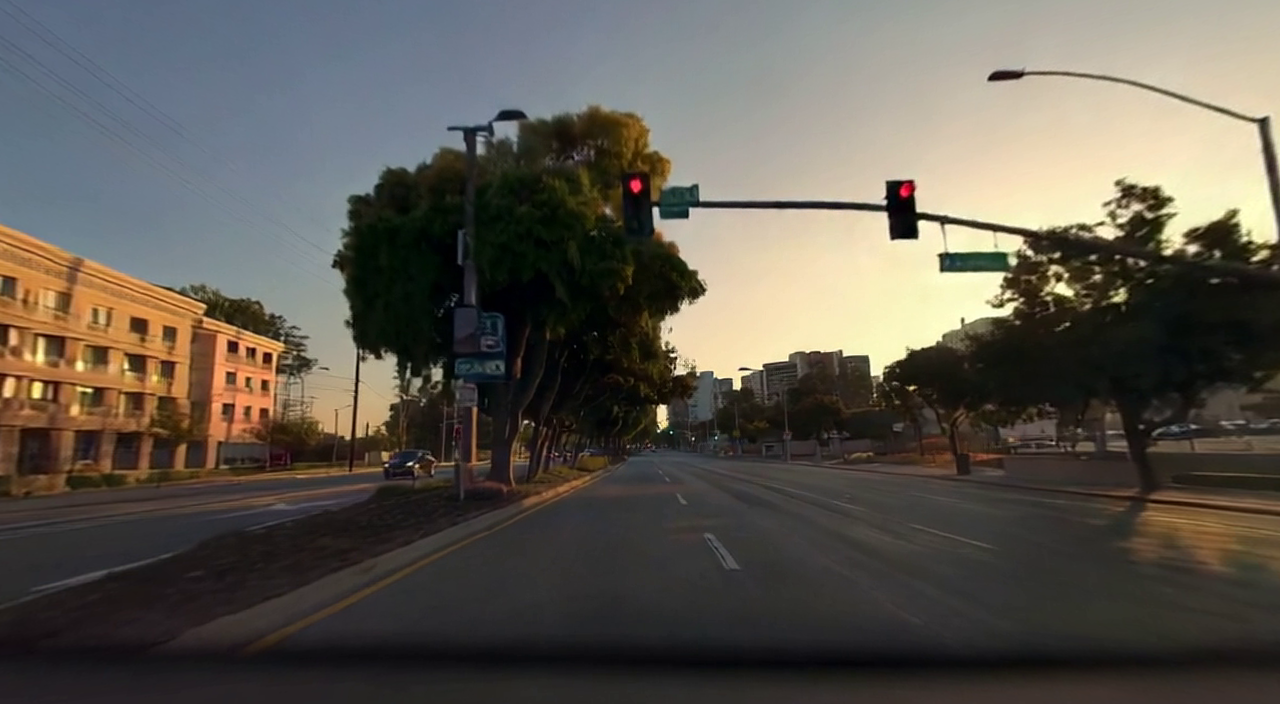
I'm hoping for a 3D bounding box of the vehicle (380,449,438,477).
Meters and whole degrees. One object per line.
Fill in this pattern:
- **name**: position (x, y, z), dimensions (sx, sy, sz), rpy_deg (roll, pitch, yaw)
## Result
- **vehicle**: position (-16.498, 7.920, 45.253), dimensions (2.227, 1.837, 4.871), rpy_deg (0, -8, 1)
